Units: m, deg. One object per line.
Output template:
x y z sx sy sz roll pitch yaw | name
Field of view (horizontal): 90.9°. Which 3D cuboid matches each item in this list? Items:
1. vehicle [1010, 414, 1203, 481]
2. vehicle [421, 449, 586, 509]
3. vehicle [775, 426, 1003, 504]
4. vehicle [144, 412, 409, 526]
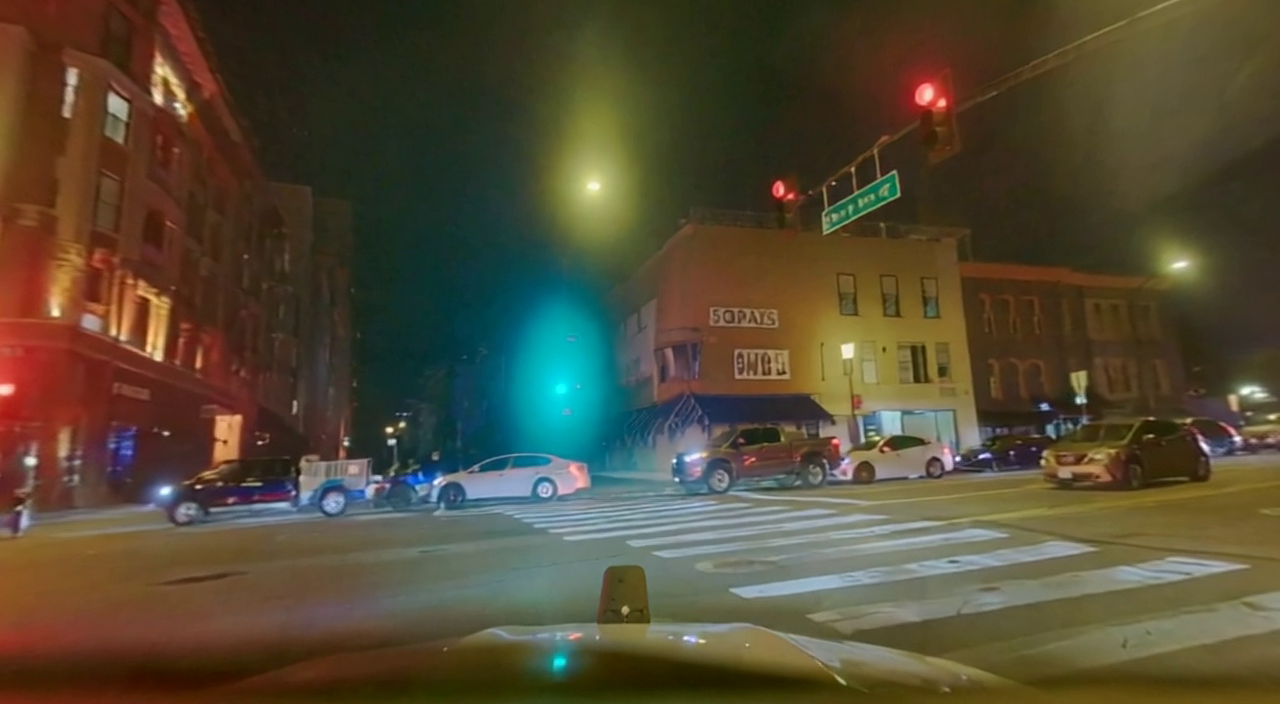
12.139 2.484 16.437 4.390 1.552 1.925 3 -9 -22 | vehicle
-4.025 3.694 18.679 4.515 1.583 1.920 3 -9 -17 | vehicle
5.536 2.458 14.060 4.600 1.506 1.878 3 -9 -21 | vehicle
-10.199 3.343 18.554 6.182 2.913 2.526 3 -9 -18 | vehicle
